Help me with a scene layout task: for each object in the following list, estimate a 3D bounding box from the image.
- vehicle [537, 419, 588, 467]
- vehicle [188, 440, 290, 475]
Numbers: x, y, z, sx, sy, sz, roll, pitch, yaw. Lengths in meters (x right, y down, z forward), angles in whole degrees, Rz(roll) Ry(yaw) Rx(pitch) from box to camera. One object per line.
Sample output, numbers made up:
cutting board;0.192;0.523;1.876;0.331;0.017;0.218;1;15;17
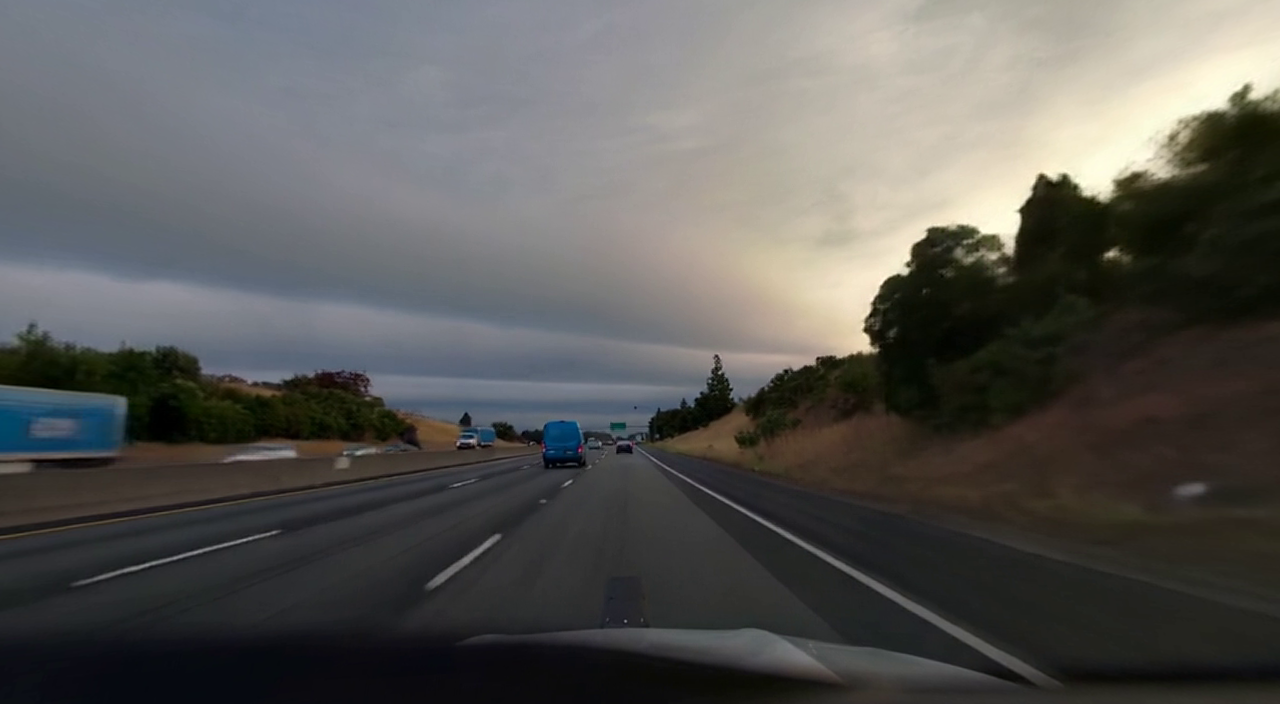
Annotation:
vehicle;-4.272;5.190;35.789;2.329;2.483;5.428;0;-8;-1
vehicle;-20.066;5.279;31.747;1.945;1.597;4.953;0;-8;-1
